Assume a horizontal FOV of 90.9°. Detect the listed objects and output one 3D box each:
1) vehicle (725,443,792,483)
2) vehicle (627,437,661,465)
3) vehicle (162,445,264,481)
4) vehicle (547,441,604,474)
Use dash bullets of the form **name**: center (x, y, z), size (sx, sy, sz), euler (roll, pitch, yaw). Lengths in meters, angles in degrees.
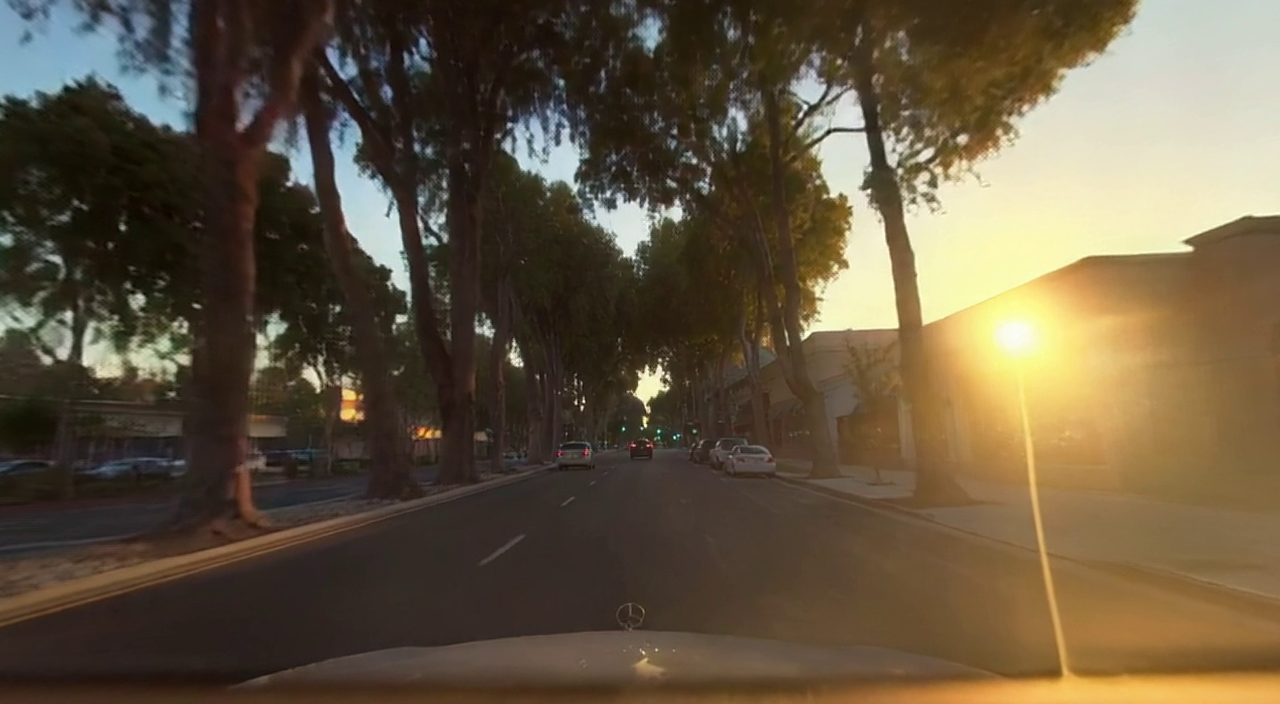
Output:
- **vehicle**: center (4.595, 4.357, 25.115), size (1.896, 1.451, 4.329), euler (0, -8, 1)
- **vehicle**: center (0.286, 6.473, 41.380), size (2.075, 1.770, 4.018), euler (0, -8, 1)
- **vehicle**: center (-26.959, 6.996, 40.119), size (2.231, 2.124, 5.680), euler (-1, -8, 4)
- **vehicle**: center (-2.999, 5.054, 30.420), size (2.151, 1.484, 4.468), euler (0, -8, 2)
